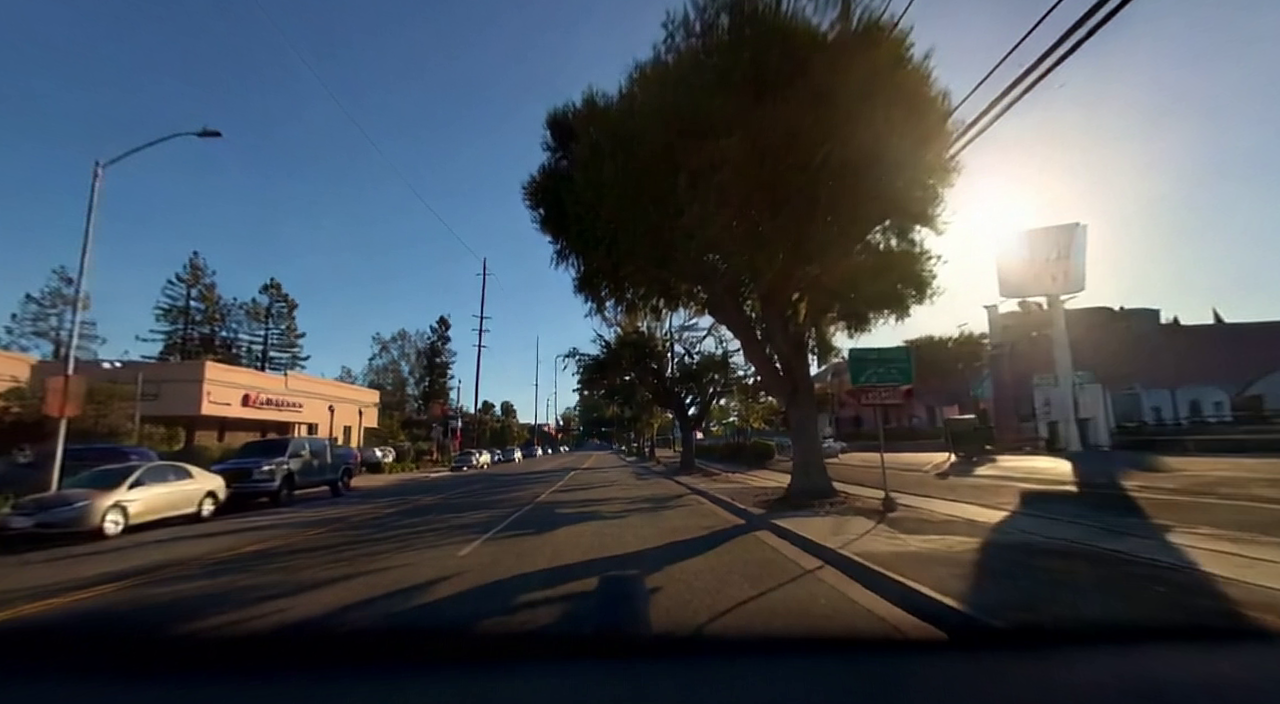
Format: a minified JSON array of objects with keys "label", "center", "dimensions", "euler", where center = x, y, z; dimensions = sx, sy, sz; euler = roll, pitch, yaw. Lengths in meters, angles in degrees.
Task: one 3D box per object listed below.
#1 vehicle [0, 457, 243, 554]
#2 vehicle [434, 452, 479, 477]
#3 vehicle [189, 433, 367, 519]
[{"label":"vehicle","center":[-10.209,2.867,12.531],"dimensions":[1.842,1.461,4.568],"euler":[0,-9,-3]},{"label":"vehicle","center":[-11.800,7.214,40.804],"dimensions":[1.939,1.502,4.398],"euler":[1,-9,-5]},{"label":"vehicle","center":[-10.356,3.590,18.825],"dimensions":[2.210,2.025,5.665],"euler":[-2,-9,-3]}]
